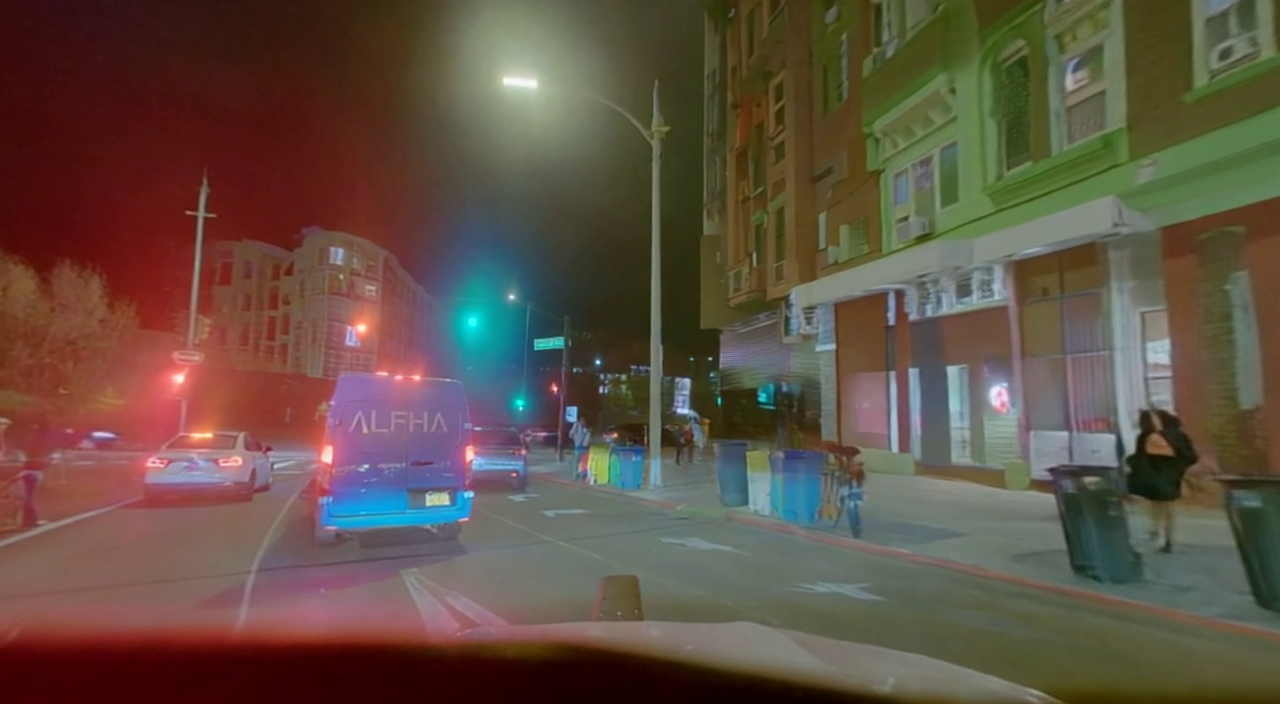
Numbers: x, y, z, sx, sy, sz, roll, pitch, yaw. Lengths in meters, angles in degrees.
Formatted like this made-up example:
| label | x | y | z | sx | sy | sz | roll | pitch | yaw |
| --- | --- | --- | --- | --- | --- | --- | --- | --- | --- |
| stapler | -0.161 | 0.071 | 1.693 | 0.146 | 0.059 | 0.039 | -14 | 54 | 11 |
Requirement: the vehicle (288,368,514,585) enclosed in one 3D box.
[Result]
| label | x | y | z | sx | sy | sz | roll | pitch | yaw |
| --- | --- | --- | --- | --- | --- | --- | --- | --- | --- |
| vehicle | -3.105 | 1.408 | 7.948 | 1.951 | 1.907 | 4.266 | 4 | -9 | -25 |

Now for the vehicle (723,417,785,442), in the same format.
| label | x | y | z | sx | sy | sz | roll | pitch | yaw |
| --- | --- | --- | --- | --- | --- | --- | --- | --- | --- |
| vehicle | 7.899 | 5.367 | 43.426 | 4.020 | 1.572 | 1.718 | 6 | -10 | -30 |

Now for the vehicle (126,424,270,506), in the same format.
| label | x | y | z | sx | sy | sz | roll | pitch | yaw |
| --- | --- | --- | --- | --- | --- | --- | --- | --- | --- |
| vehicle | -9.076 | 2.288 | 13.259 | 1.841 | 1.461 | 3.426 | 4 | -9 | -25 |

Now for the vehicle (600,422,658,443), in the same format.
| label | x | y | z | sx | sy | sz | roll | pitch | yaw |
| --- | --- | --- | --- | --- | --- | --- | --- | --- | --- |
| vehicle | -0.792 | 5.873 | 45.835 | 3.885 | 1.449 | 1.757 | 4 | -9 | -26 |

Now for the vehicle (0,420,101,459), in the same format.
| label | x | y | z | sx | sy | sz | roll | pitch | yaw |
| --- | --- | --- | --- | --- | --- | --- | --- | --- | --- |
| vehicle | -26.229 | 3.813 | 27.474 | 3.846 | 1.616 | 1.840 | 5 | -9 | -35 |
